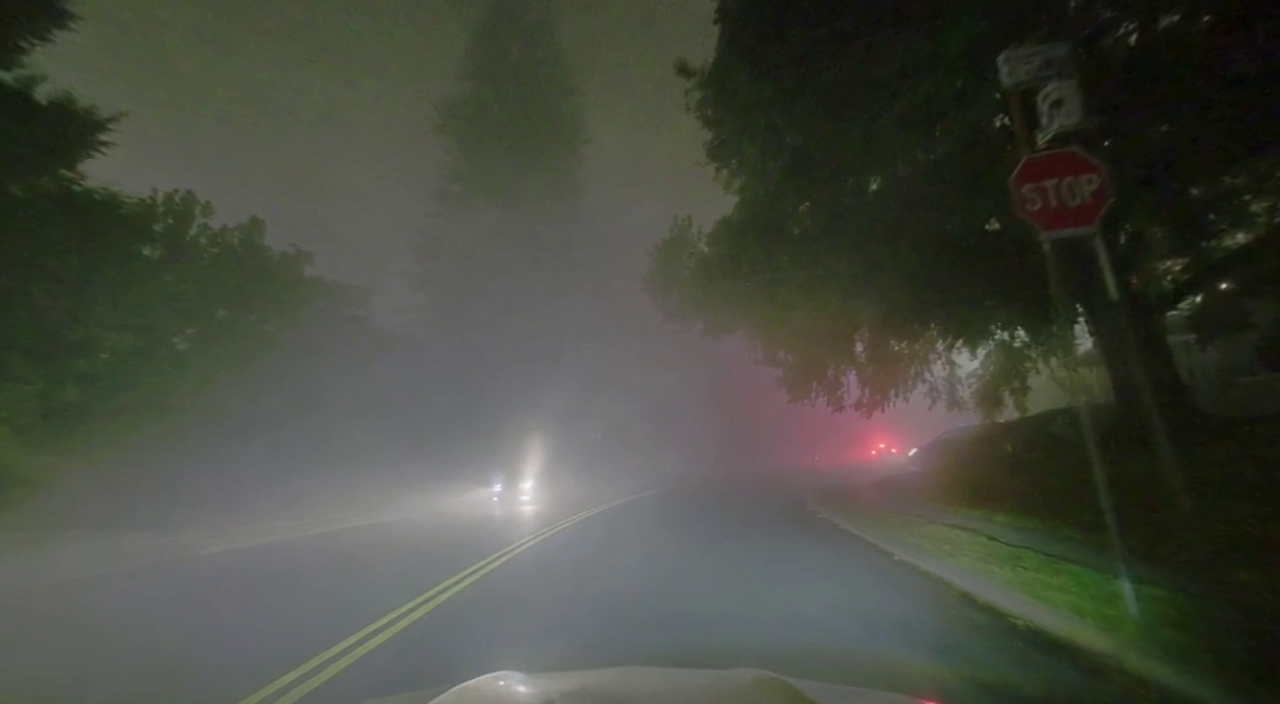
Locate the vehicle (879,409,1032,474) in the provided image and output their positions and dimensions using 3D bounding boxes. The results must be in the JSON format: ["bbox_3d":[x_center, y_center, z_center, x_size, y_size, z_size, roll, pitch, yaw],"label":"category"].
[{"bbox_3d":[12.192,3.537,24.722,4.740,1.638,2.018,-5,-25,4],"label":"vehicle"}]

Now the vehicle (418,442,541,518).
[{"bbox_3d":[-4.777,4.086,19.576,1.963,1.539,4.210,-4,-22,11],"label":"vehicle"}]
